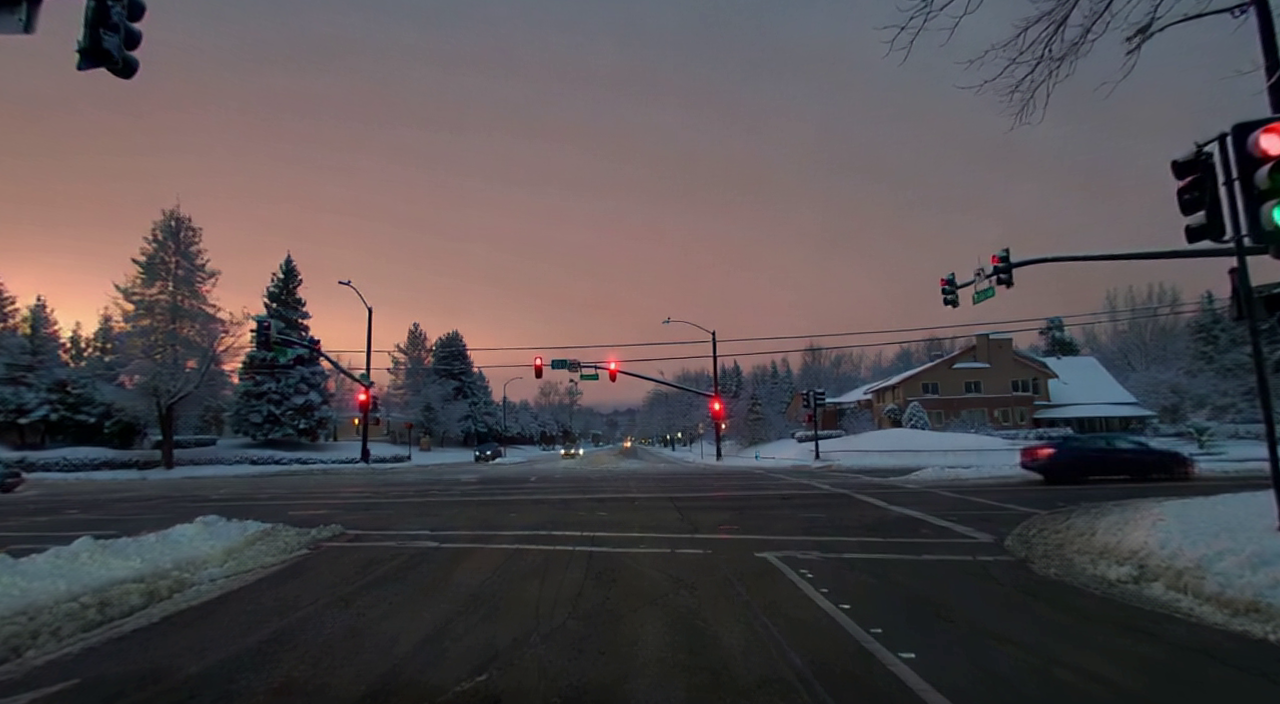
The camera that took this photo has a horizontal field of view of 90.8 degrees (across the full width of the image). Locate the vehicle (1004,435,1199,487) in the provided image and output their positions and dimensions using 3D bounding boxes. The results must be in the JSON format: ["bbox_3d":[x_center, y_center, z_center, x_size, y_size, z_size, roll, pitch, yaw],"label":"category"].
[{"bbox_3d":[15.016,3.577,20.820,4.734,1.585,1.940,-1,-8,5],"label":"vehicle"}]
